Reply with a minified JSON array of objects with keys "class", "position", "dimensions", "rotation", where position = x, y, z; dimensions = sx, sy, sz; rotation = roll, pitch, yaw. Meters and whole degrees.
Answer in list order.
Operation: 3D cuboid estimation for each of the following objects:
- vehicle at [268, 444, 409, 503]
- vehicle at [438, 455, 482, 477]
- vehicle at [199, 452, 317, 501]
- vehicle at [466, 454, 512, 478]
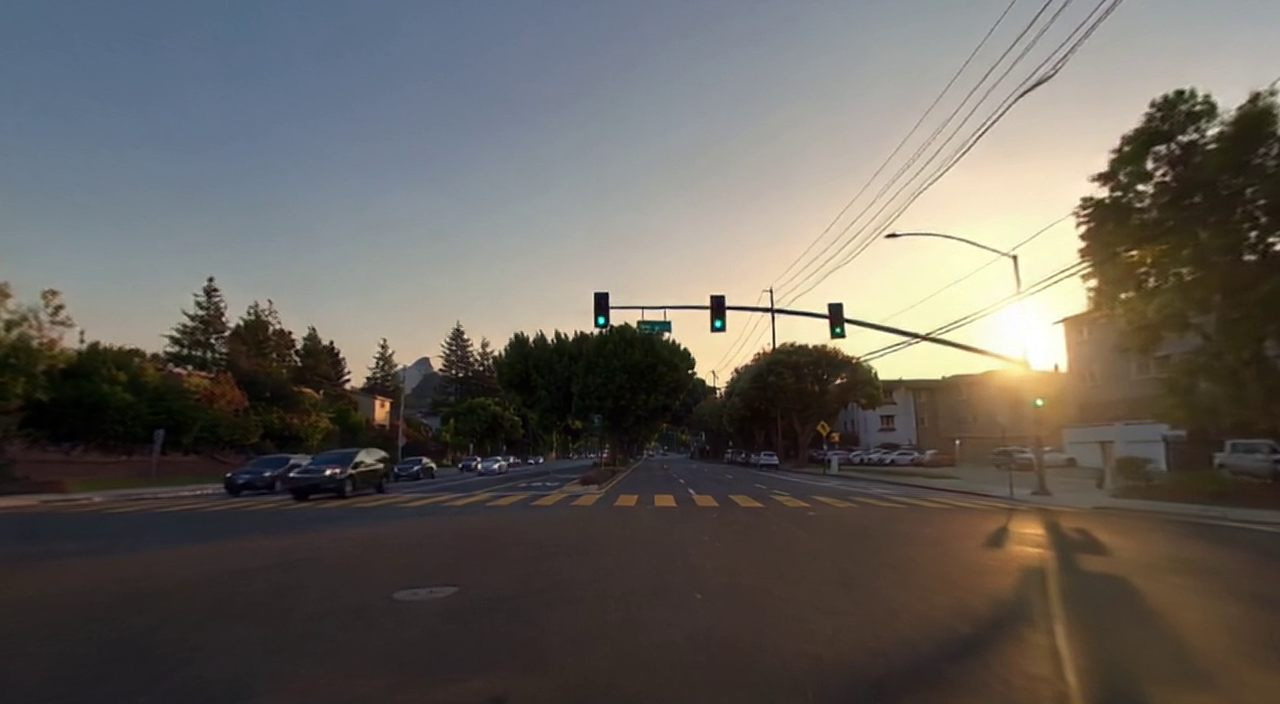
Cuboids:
[{"class":"vehicle","position":[-10.575,4.254,22.734],"dimensions":[2.249,1.825,5.378],"rotation":[0,-8,2]},{"class":"vehicle","position":[-13.556,8.610,47.707],"dimensions":[1.902,1.470,4.678],"rotation":[0,-8,1]},{"class":"vehicle","position":[-14.033,4.564,23.442],"dimensions":[1.783,1.592,3.978],"rotation":[0,-8,1]},{"class":"vehicle","position":[-10.014,7.571,42.141],"dimensions":[1.899,1.464,4.418],"rotation":[0,-8,2]}]
